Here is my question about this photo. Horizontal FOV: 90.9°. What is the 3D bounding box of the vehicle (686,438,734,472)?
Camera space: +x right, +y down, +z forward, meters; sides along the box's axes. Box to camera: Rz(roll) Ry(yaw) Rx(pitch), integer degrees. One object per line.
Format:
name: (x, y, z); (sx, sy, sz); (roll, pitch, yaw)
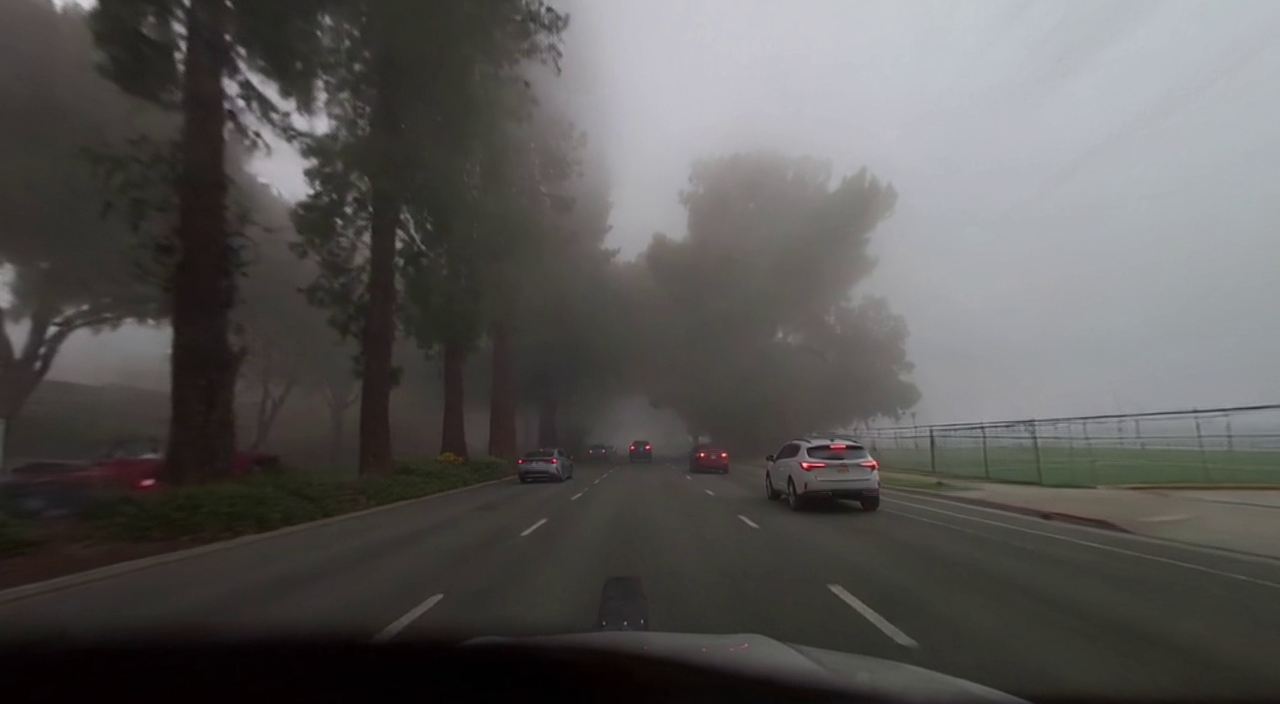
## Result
vehicle: (3.735, 5.549, 34.255); (1.980, 1.709, 4.367); (0, -8, -1)

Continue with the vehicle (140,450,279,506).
vehicle: (-16.449, 4.791, 24.476); (2.011, 1.892, 4.711); (0, -8, 0)

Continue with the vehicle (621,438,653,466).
vehicle: (-0.231, 7.269, 46.032); (2.247, 1.882, 4.603); (0, -8, -1)

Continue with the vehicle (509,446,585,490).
vehicle: (-3.107, 3.947, 21.832); (2.013, 1.354, 3.908); (0, -8, 0)

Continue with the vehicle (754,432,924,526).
vehicle: (3.578, 2.353, 12.271); (1.919, 1.502, 4.232); (0, -8, 0)
